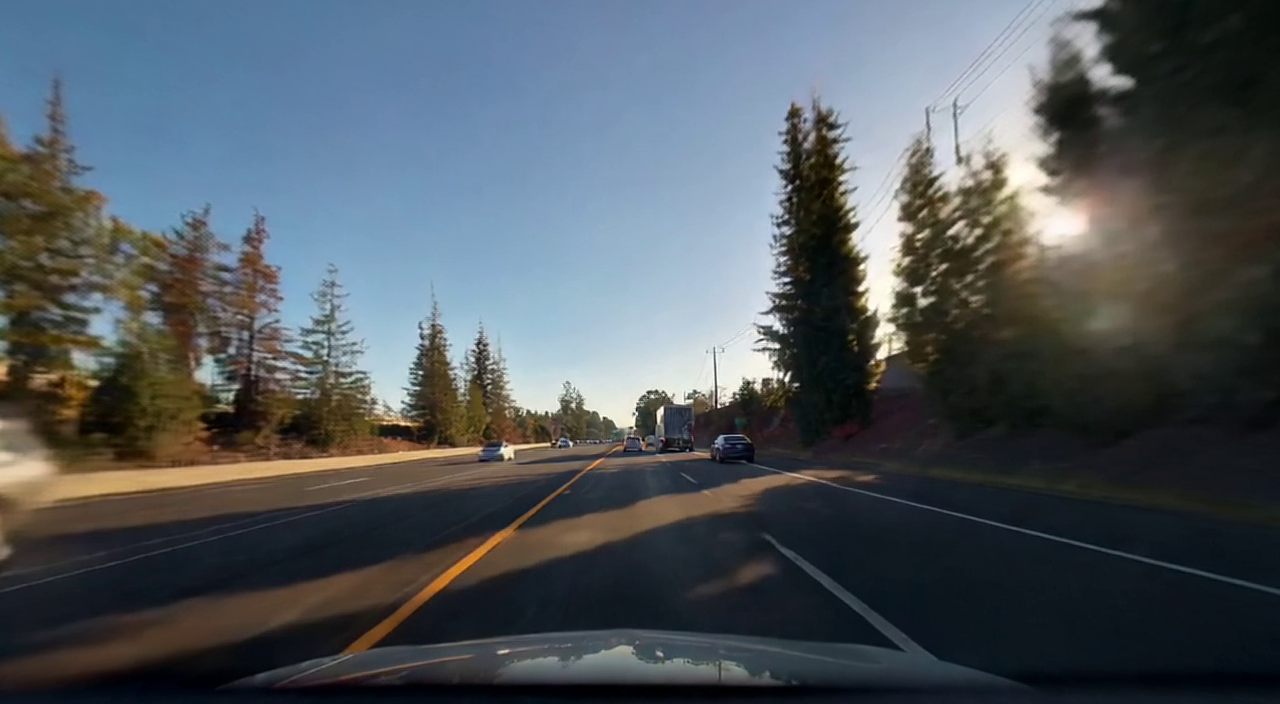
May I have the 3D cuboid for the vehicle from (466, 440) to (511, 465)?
[{"bbox_3d":[-9.451,6.278,39.675,1.820,1.451,4.375,0,-8,0],"label":"vehicle"}]

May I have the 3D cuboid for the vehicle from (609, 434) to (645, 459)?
[{"bbox_3d":[-0.833,6.019,40.324,2.163,1.466,3.693,0,-7,-1],"label":"vehicle"}]

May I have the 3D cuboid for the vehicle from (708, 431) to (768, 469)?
[{"bbox_3d":[4.266,4.301,28.020,1.930,1.573,3.853,0,-8,-2],"label":"vehicle"}]
